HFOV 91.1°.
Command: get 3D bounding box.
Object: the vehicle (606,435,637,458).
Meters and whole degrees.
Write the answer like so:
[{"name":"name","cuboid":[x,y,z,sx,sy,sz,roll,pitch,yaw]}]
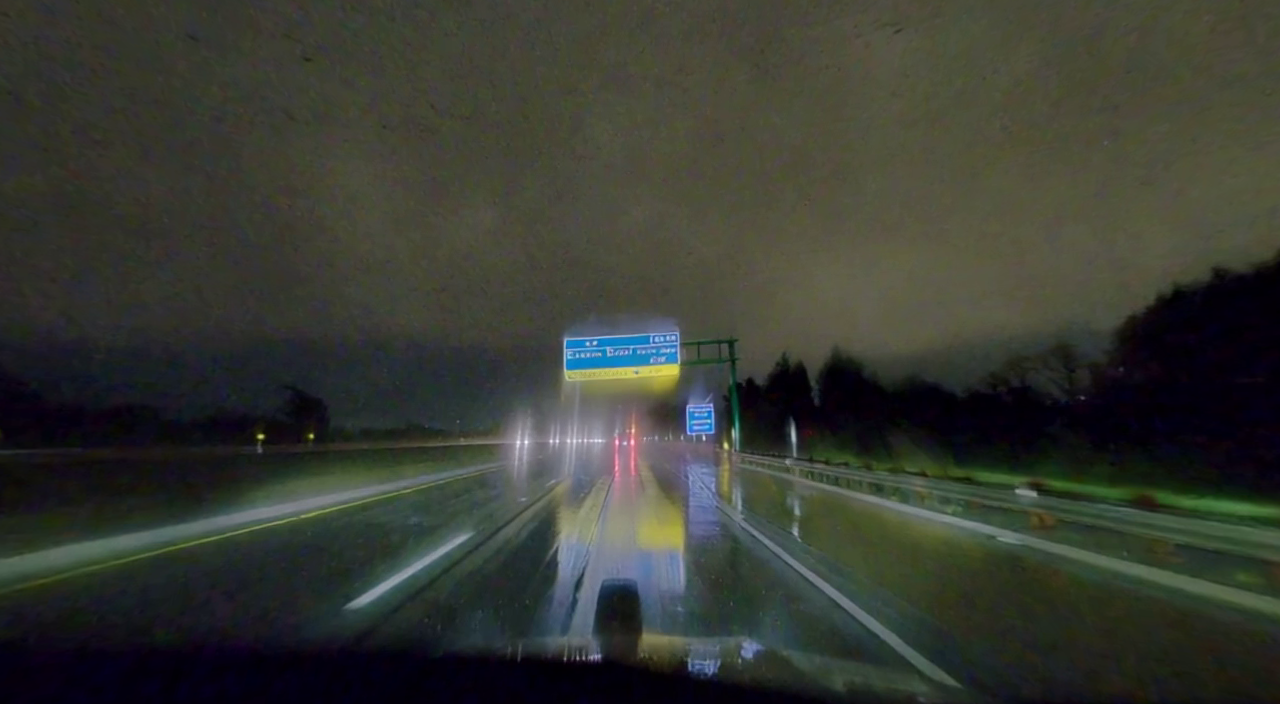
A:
[{"name":"vehicle","cuboid":[-1.272,6.482,43.336,2.025,1.519,3.924,0,-8,-1]}]
